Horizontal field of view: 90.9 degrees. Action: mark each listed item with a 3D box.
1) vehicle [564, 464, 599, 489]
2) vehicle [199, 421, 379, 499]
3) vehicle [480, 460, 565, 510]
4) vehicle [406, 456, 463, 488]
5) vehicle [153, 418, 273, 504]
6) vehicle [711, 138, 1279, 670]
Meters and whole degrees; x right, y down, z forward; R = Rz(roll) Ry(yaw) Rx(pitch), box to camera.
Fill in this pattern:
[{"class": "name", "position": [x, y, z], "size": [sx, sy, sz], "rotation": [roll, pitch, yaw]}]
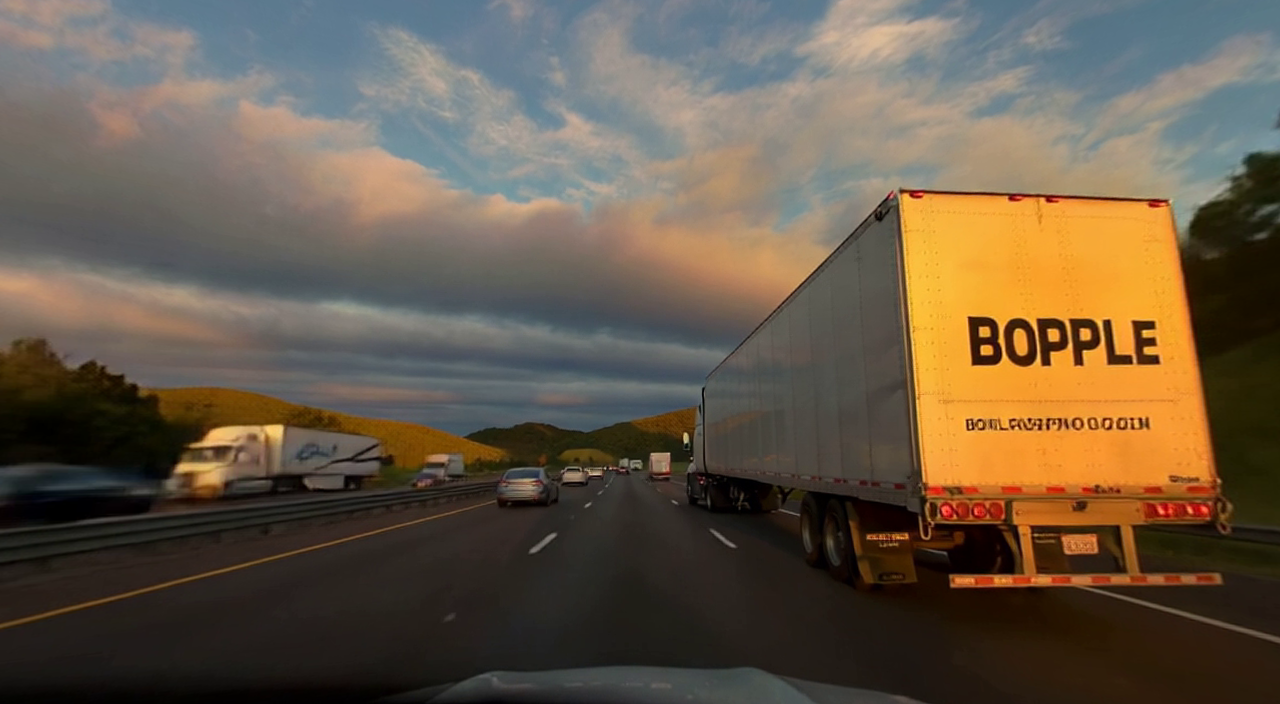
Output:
[{"class": "vehicle", "position": [-4.114, 8.906, 45.174], "size": [2.063, 1.671, 4.197], "rotation": [1, -11, 0]}, {"class": "vehicle", "position": [-19.969, 6.557, 37.684], "size": [2.843, 3.696, 13.964], "rotation": [1, -11, -1]}, {"class": "vehicle", "position": [-4.071, 4.733, 22.737], "size": [2.088, 1.566, 4.853], "rotation": [1, -11, 0]}, {"class": "vehicle", "position": [-16.042, 9.446, 49.586], "size": [2.306, 2.274, 6.398], "rotation": [1, -11, 0]}, {"class": "vehicle", "position": [-19.801, 5.090, 29.494], "size": [2.859, 3.706, 3.474], "rotation": [1, -11, -1]}, {"class": "vehicle", "position": [3.698, 1.543, 11.742], "size": [2.839, 4.062, 14.051], "rotation": [1, -11, -1]}]
